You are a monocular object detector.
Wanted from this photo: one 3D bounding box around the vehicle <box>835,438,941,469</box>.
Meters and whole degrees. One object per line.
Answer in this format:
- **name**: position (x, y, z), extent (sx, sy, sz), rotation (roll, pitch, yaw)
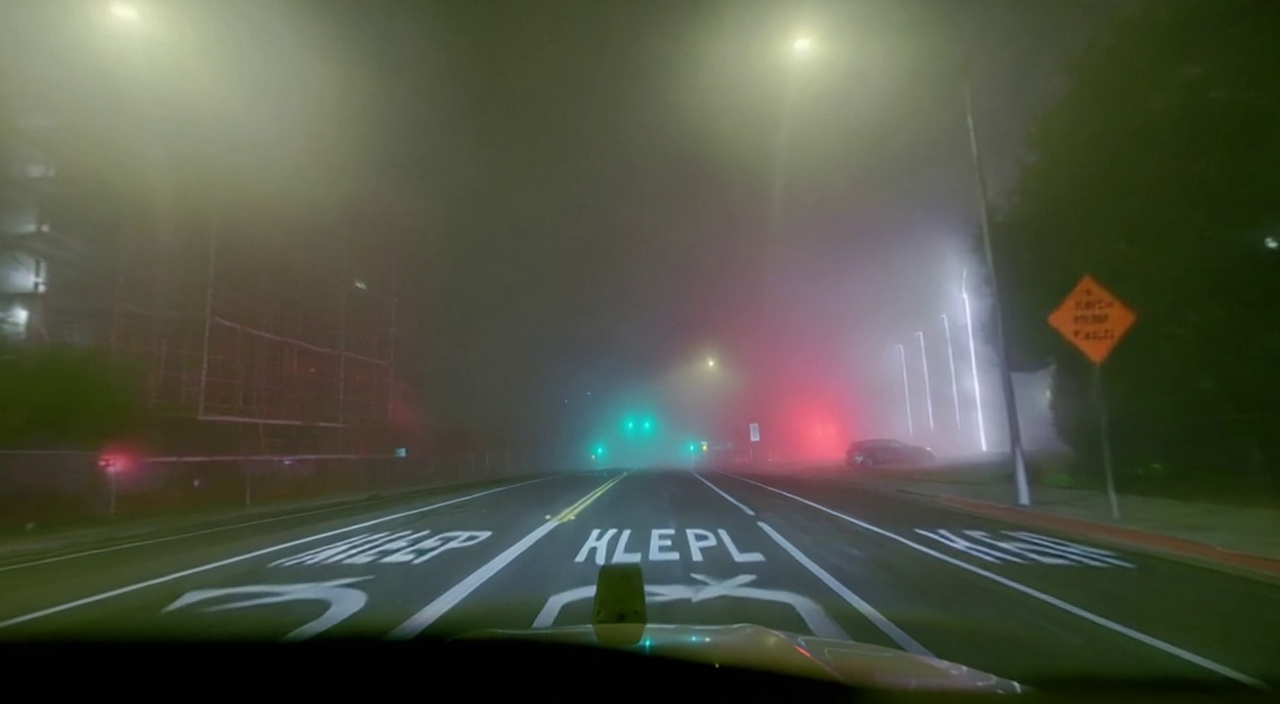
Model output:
- **vehicle**: position (11.810, 4.864, 30.300), extent (4.251, 1.418, 1.896), rotation (-1, -9, 3)
